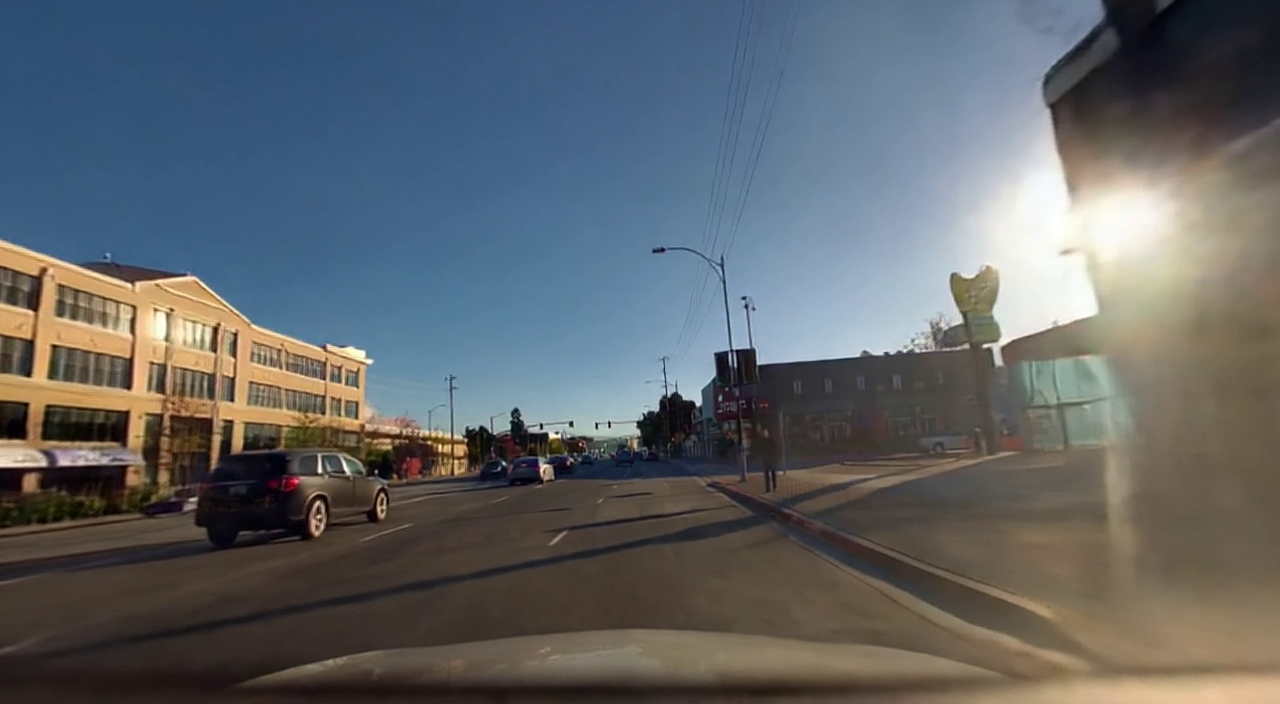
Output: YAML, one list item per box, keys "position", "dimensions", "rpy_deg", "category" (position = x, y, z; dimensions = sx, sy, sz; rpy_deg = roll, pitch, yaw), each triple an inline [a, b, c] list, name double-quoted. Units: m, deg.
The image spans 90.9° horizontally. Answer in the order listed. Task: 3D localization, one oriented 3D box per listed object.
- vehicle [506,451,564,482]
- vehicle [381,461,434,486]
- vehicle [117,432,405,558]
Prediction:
- position: [-5.306, 5.890, 32.586]
  dimensions: [2.030, 1.488, 4.650]
  rpy_deg: [0, -9, 2]
  category: "vehicle"
- position: [-16.598, 8.662, 45.201]
  dimensions: [1.887, 1.533, 4.222]
  rpy_deg: [1, -9, 4]
  category: "vehicle"
- position: [-6.115, 2.355, 11.098]
  dimensions: [2.007, 1.698, 4.759]
  rpy_deg: [0, -9, 1]
  category: "vehicle"
